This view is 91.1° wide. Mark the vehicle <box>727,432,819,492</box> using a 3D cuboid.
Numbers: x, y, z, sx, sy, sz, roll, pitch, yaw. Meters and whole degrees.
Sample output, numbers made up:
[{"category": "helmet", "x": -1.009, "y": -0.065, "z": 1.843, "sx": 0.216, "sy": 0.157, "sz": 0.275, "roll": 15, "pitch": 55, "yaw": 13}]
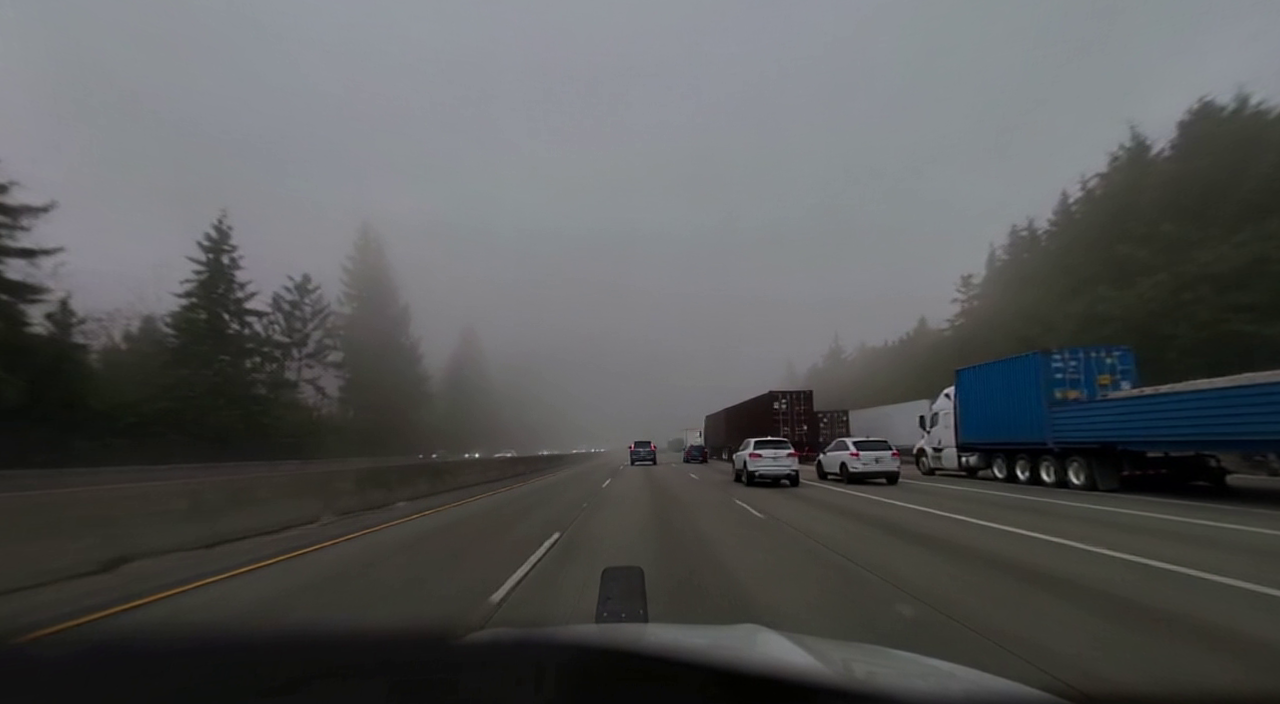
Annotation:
[{"category": "vehicle", "x": 4.081, "y": 3.423, "z": 19.946, "sx": 1.972, "sy": 1.693, "sz": 4.139, "roll": 0, "pitch": -8, "yaw": -1}]

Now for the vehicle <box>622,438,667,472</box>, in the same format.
[{"category": "vehicle", "x": 0.249, "y": 5.711, "z": 35.108, "sx": 2.313, "sy": 1.736, "sz": 4.215, "roll": 0, "pitch": -8, "yaw": 0}]

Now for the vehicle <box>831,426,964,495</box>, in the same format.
[{"category": "vehicle", "x": 7.633, "y": 3.255, "z": 19.196, "sx": 1.985, "sy": 1.835, "sz": 4.681, "roll": 0, "pitch": -8, "yaw": -1}]

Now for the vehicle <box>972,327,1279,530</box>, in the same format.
[{"category": "vehicle", "x": 11.649, "y": 1.840, "z": 14.260, "sx": 2.786, "sy": 3.226, "sz": 9.750, "roll": 0, "pitch": -8, "yaw": 0}]

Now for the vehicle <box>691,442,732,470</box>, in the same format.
[{"category": "vehicle", "x": 4.158, "y": 6.087, "z": 37.003, "sx": 1.888, "sy": 1.501, "sz": 4.608, "roll": 0, "pitch": -8, "yaw": 0}]
